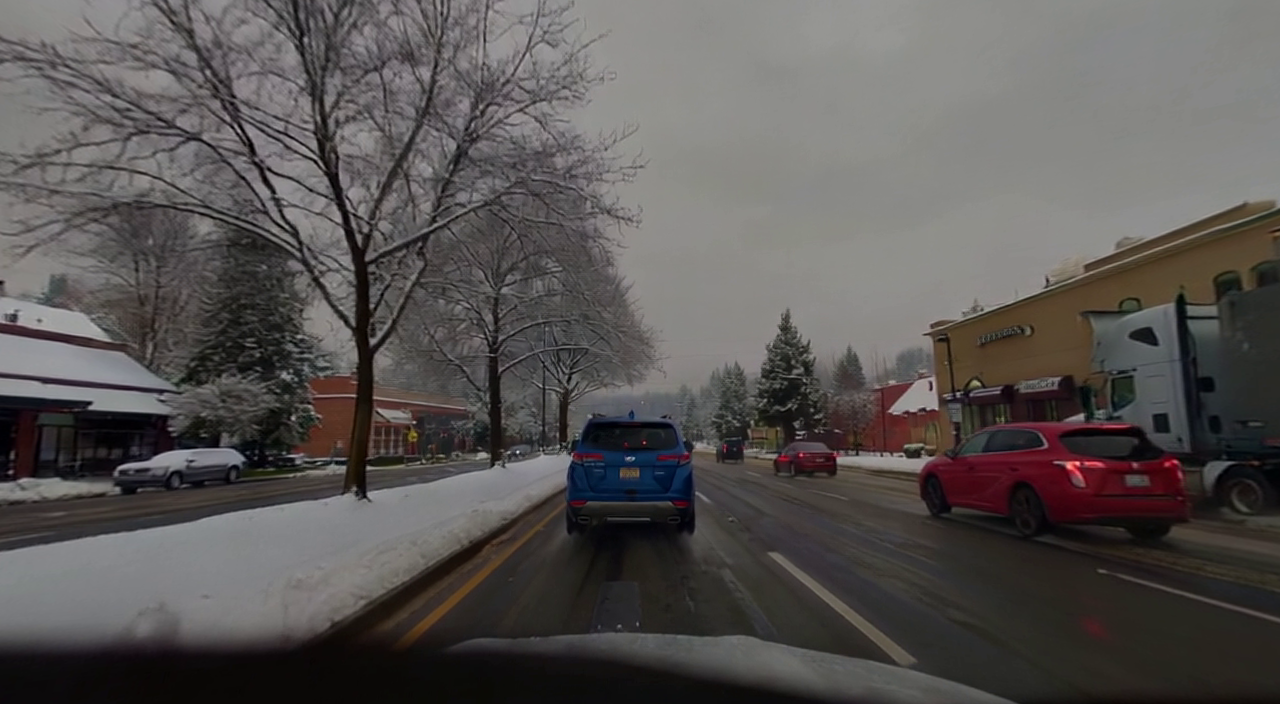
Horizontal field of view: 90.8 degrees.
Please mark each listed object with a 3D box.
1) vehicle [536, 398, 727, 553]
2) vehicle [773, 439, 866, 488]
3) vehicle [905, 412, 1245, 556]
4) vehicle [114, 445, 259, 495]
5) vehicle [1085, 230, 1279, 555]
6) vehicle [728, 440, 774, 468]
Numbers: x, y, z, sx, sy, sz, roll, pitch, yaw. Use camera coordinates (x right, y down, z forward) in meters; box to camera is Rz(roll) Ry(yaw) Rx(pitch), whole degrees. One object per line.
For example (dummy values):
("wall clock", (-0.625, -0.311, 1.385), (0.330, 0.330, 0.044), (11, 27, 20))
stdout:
("vehicle", (-0.142, 1.811, 9.868), (2.320, 1.880, 4.192), (0, -8, -1))
("vehicle", (6.330, 3.976, 22.896), (2.035, 1.553, 4.465), (0, -8, 0))
("vehicle", (6.184, 1.916, 9.868), (2.056, 1.703, 4.428), (0, -8, -1))
("vehicle", (-19.299, 4.991, 27.304), (2.302, 1.939, 5.221), (0, -8, 1))
("vehicle", (9.957, -0.237, 3.201), (2.879, 4.284, 17.334), (0, -8, 0))
("vehicle", (6.521, 6.016, 37.477), (1.914, 1.523, 4.287), (0, -8, -1))
